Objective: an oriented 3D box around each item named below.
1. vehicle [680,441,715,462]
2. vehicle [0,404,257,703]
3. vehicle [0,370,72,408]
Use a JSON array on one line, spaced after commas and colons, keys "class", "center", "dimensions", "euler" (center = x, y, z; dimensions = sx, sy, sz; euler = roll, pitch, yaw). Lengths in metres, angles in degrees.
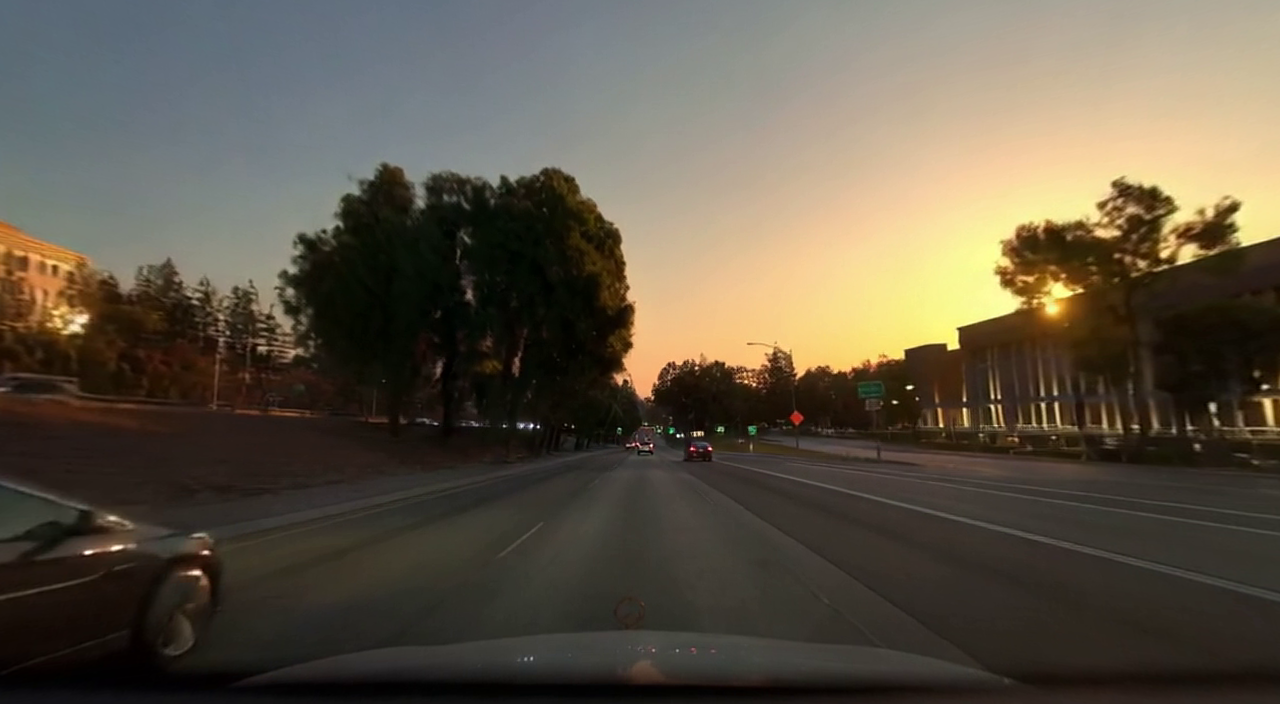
[{"class": "vehicle", "center": [4.113, 7.228, 45.762], "dimensions": [2.069, 1.431, 4.313], "euler": [0, -8, -1]}, {"class": "vehicle", "center": [-3.693, 0.888, 1.895], "dimensions": [2.066, 1.531, 4.738], "euler": [0, -8, 1]}, {"class": "vehicle", "center": [-29.136, 1.794, 29.730], "dimensions": [1.590, 1.425, 3.565], "euler": [0, -9, -5]}]
